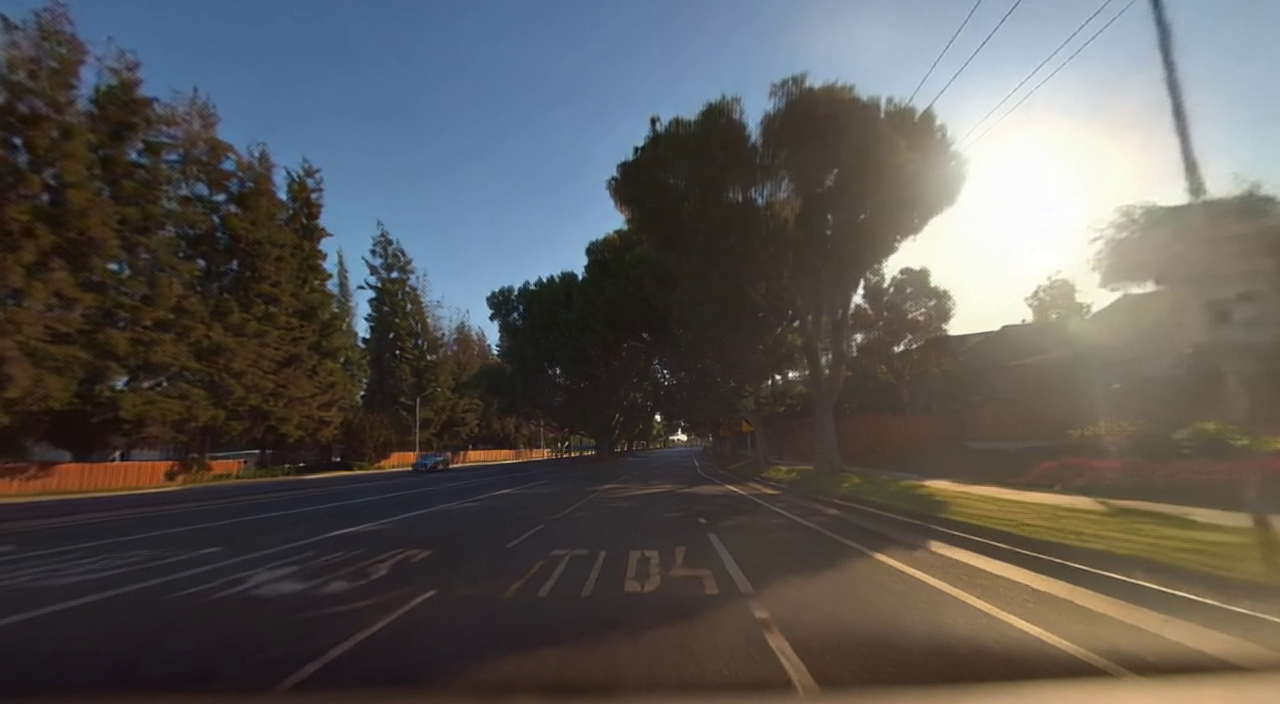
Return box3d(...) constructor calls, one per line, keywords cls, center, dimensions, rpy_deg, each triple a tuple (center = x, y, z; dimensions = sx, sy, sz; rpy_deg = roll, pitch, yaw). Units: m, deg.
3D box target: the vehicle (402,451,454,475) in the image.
box3d(cls="vehicle", center=(-14.390, 7.519, 43.142), dimensions=(1.887, 1.478, 4.471), rpy_deg=(0, -8, 1))
